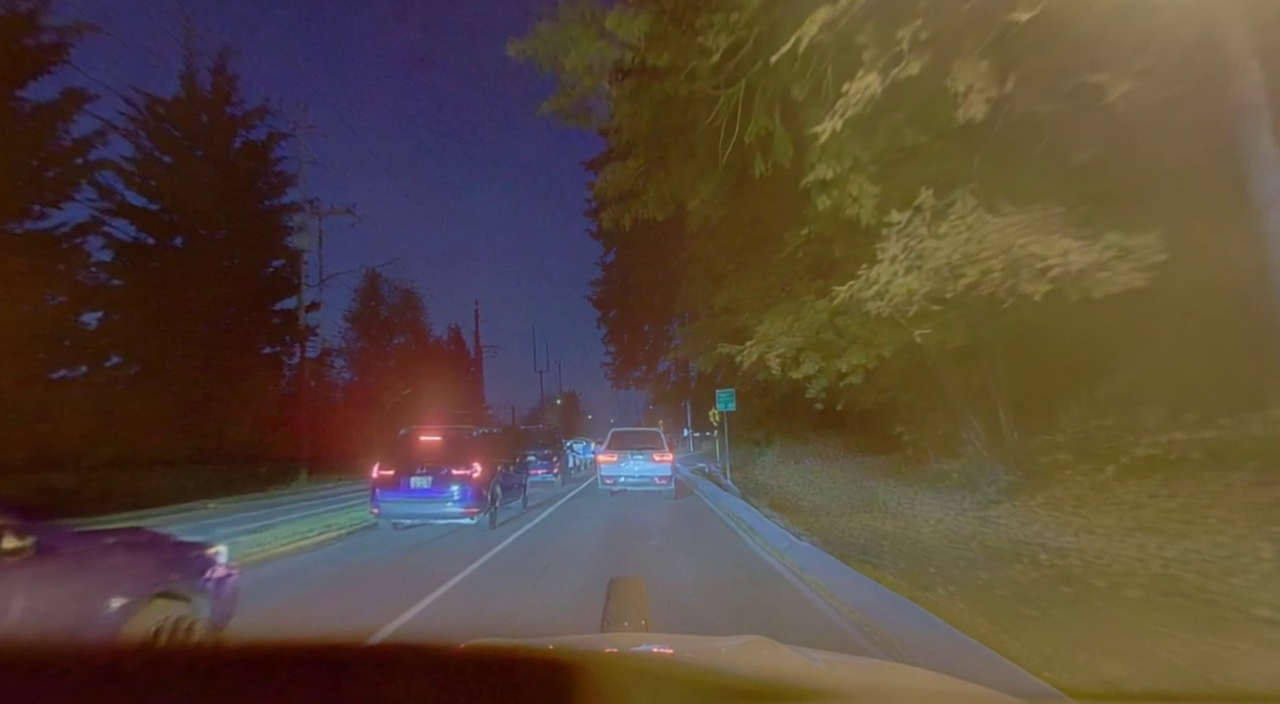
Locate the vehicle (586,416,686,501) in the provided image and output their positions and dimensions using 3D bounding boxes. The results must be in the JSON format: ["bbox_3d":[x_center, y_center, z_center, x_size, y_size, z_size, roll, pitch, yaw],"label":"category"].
[{"bbox_3d":[-0.017,2.730,16.379,2.241,1.912,4.095,-1,-9,2],"label":"vehicle"}]

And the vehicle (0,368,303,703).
[{"bbox_3d":[-3.169,0.725,1.300,2.180,1.546,4.755,0,-9,2],"label":"vehicle"}]

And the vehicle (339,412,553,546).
[{"bbox_3d":[-2.951,2.080,10.911,2.062,1.796,4.657,-1,-9,2],"label":"vehicle"}]
